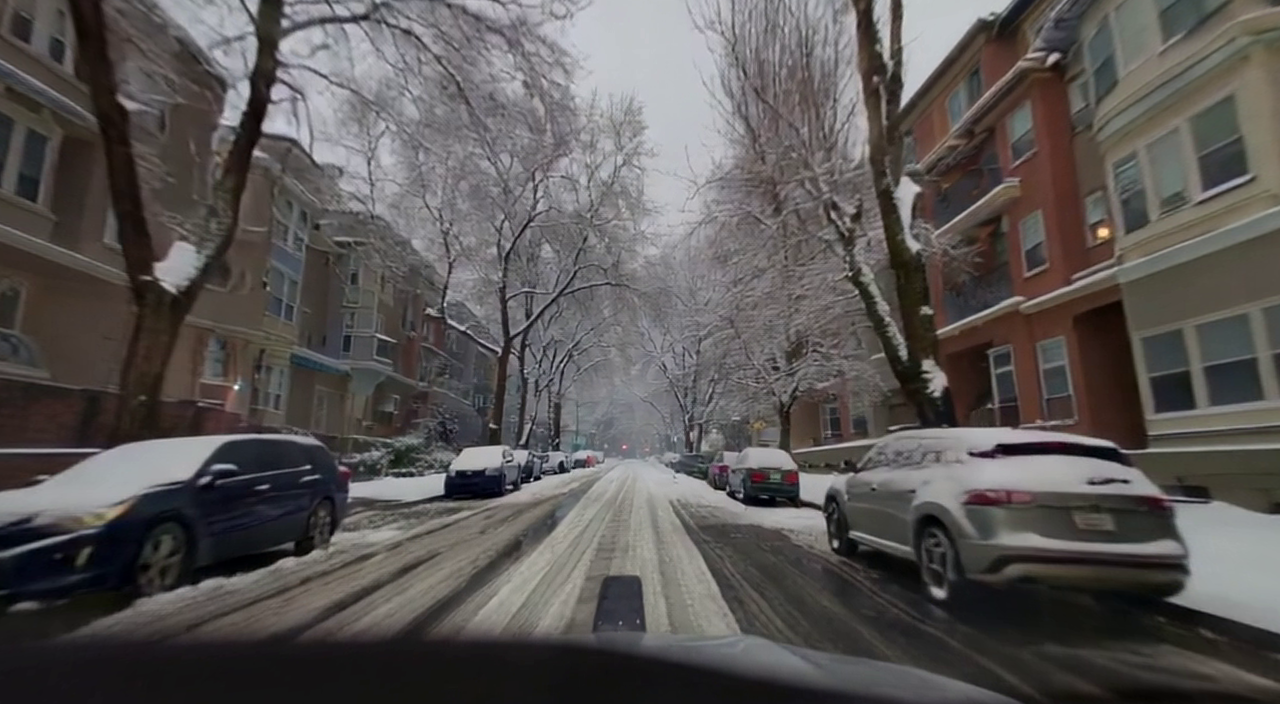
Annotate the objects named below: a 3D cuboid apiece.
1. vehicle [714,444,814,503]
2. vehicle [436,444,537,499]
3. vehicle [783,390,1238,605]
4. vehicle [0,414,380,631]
[{"bbox_3d":[3.969,3.985,21.299,2.187,1.699,5.038,0,-8,-2],"label":"vehicle"},{"bbox_3d":[-5.432,4.283,23.214,2.222,1.735,5.215,-1,-8,2],"label":"vehicle"},{"bbox_3d":[3.999,1.862,8.725,2.473,1.895,6.050,0,-11,-1],"label":"vehicle"},{"bbox_3d":[-5.613,1.818,7.980,2.122,1.722,5.662,-1,-9,1],"label":"vehicle"}]
